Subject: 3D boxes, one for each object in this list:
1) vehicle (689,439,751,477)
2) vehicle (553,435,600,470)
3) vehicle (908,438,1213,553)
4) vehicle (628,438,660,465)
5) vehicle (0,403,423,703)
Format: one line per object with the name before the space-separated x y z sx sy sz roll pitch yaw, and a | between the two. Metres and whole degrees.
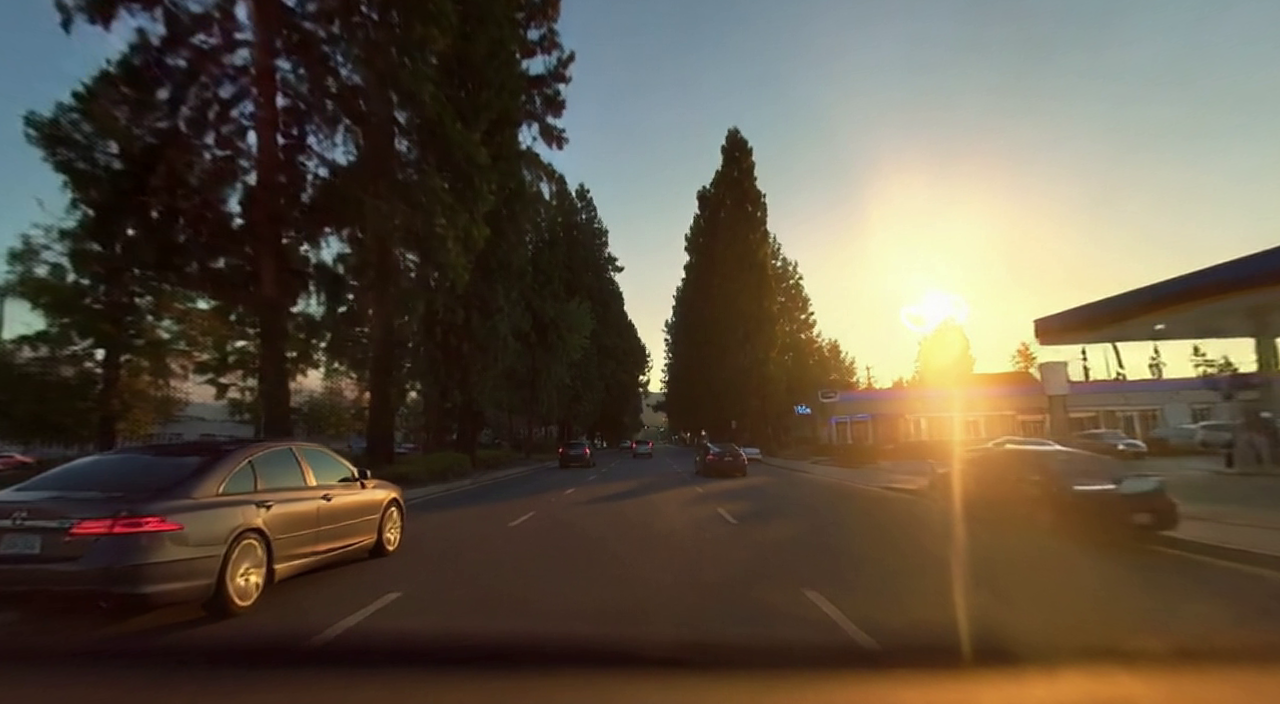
vehicle | 3.363 4.528 27.272 2.010 1.486 4.498 0 -8 -1
vehicle | -3.400 5.501 34.603 2.051 1.747 4.370 0 -8 1
vehicle | 6.243 2.134 10.163 1.856 1.421 4.357 0 -8 -1
vehicle | 0.227 6.226 39.505 1.922 1.579 3.642 0 -8 0
vehicle | -3.988 1.416 5.849 1.988 1.530 5.155 0 -8 2
